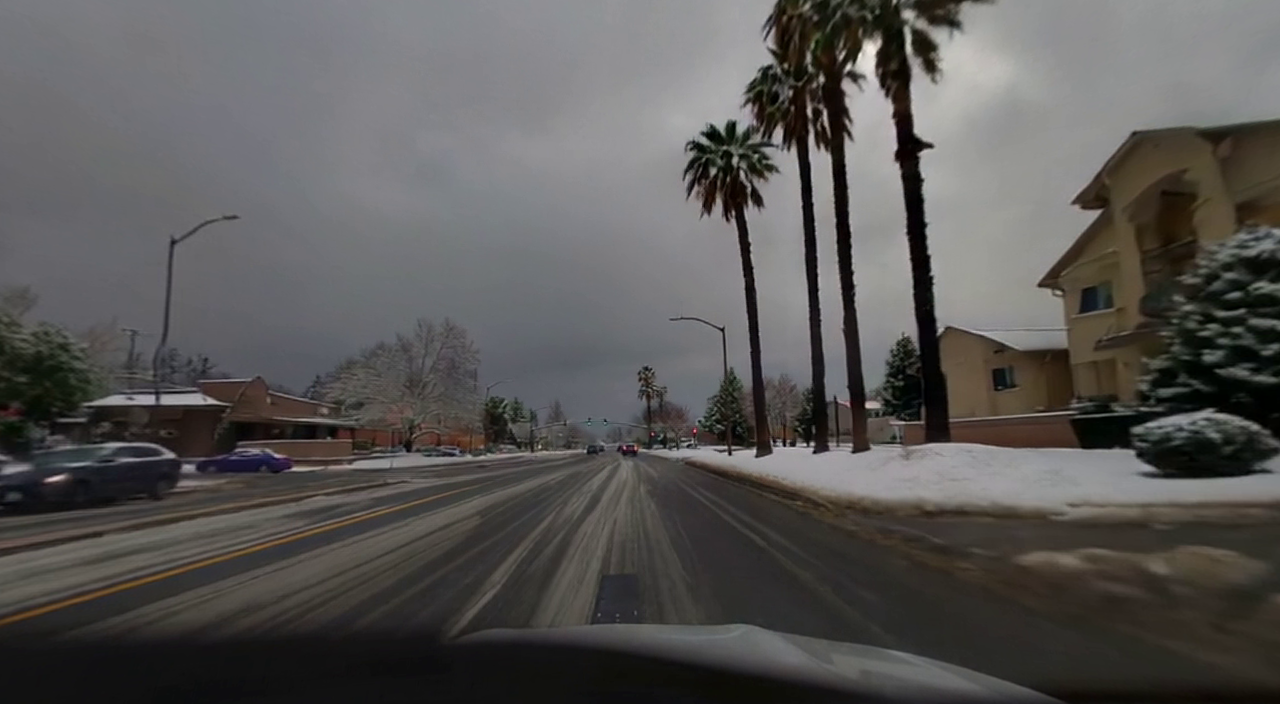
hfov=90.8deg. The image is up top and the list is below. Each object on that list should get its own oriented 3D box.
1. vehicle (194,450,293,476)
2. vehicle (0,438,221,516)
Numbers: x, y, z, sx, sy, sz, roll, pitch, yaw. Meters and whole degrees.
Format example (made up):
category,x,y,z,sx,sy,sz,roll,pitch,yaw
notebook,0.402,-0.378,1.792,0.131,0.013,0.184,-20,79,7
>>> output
category,x,y,z,sx,sy,sz,roll,pitch,yaw
vehicle,-23.468,6.568,37.488,4.567,1.447,1.892,0,-9,-1
vehicle,-14.404,3.331,17.450,2.143,1.808,5.265,0,-9,-2
